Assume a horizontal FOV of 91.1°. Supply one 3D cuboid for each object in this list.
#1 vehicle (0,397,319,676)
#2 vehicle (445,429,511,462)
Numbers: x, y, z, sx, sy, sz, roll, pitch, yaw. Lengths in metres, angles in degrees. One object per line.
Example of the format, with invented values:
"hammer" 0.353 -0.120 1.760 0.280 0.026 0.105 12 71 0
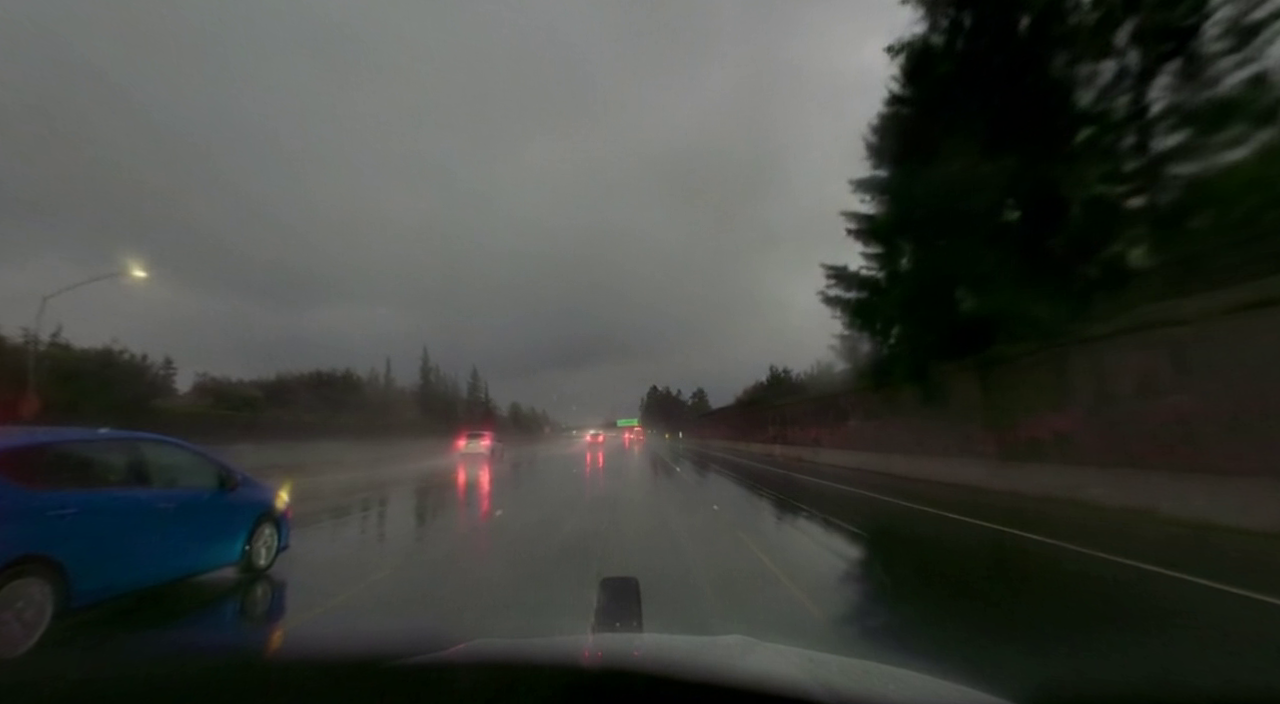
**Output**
"vehicle" -4.496 1.181 4.717 2.079 1.500 3.881 0 -8 1
"vehicle" -8.335 4.858 32.771 2.053 1.582 4.878 0 -8 1
